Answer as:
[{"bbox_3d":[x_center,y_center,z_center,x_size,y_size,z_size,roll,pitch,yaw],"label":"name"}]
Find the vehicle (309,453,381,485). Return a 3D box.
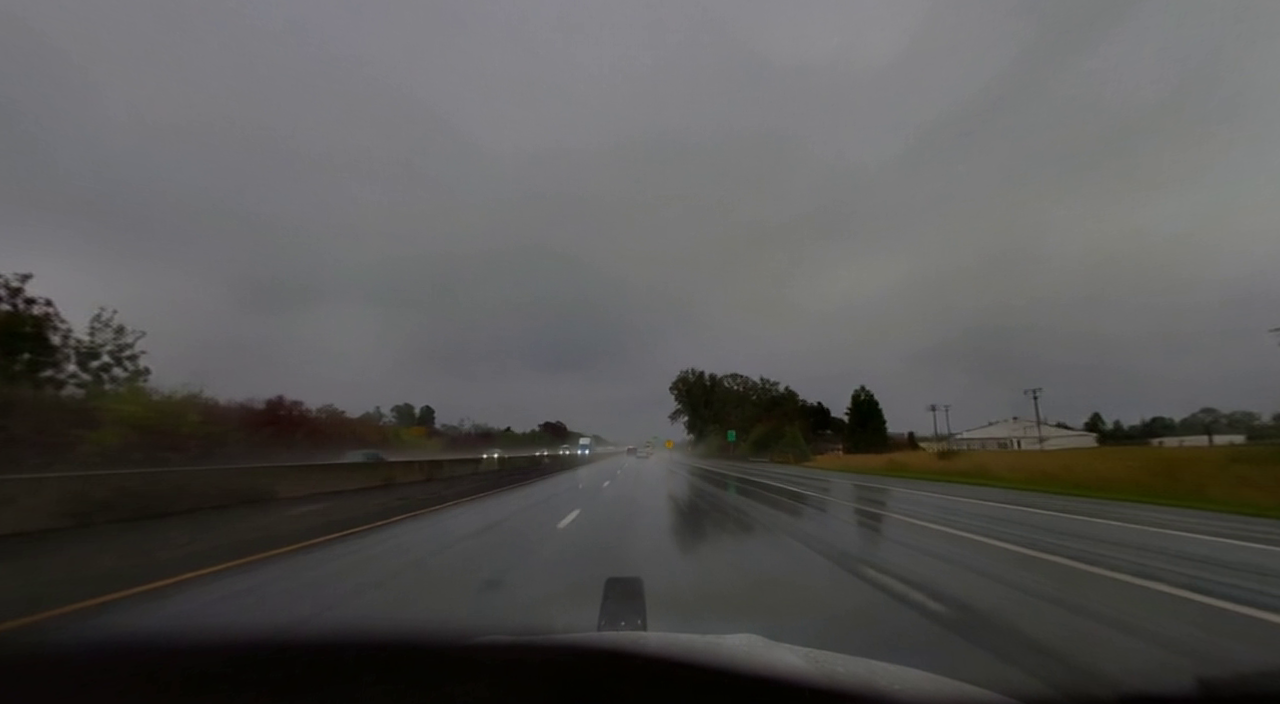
[{"bbox_3d":[-15.705,6.244,33.813,1.819,1.560,4.040,0,-9,1],"label":"vehicle"}]
